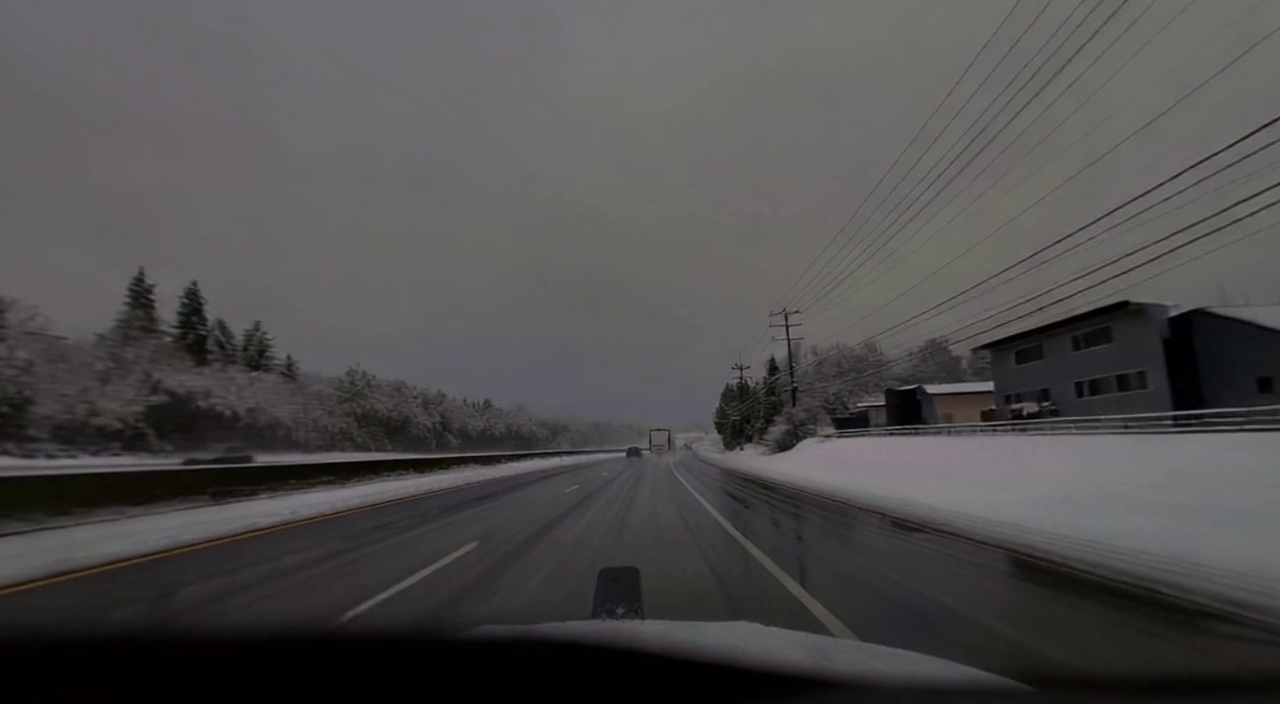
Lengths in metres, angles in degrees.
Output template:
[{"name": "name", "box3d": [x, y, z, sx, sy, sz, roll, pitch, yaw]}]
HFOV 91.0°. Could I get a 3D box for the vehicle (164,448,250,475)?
[{"name": "vehicle", "box3d": [-26.733, 6.761, 39.072, 1.872, 1.530, 4.747, 0, -9, 1]}]
